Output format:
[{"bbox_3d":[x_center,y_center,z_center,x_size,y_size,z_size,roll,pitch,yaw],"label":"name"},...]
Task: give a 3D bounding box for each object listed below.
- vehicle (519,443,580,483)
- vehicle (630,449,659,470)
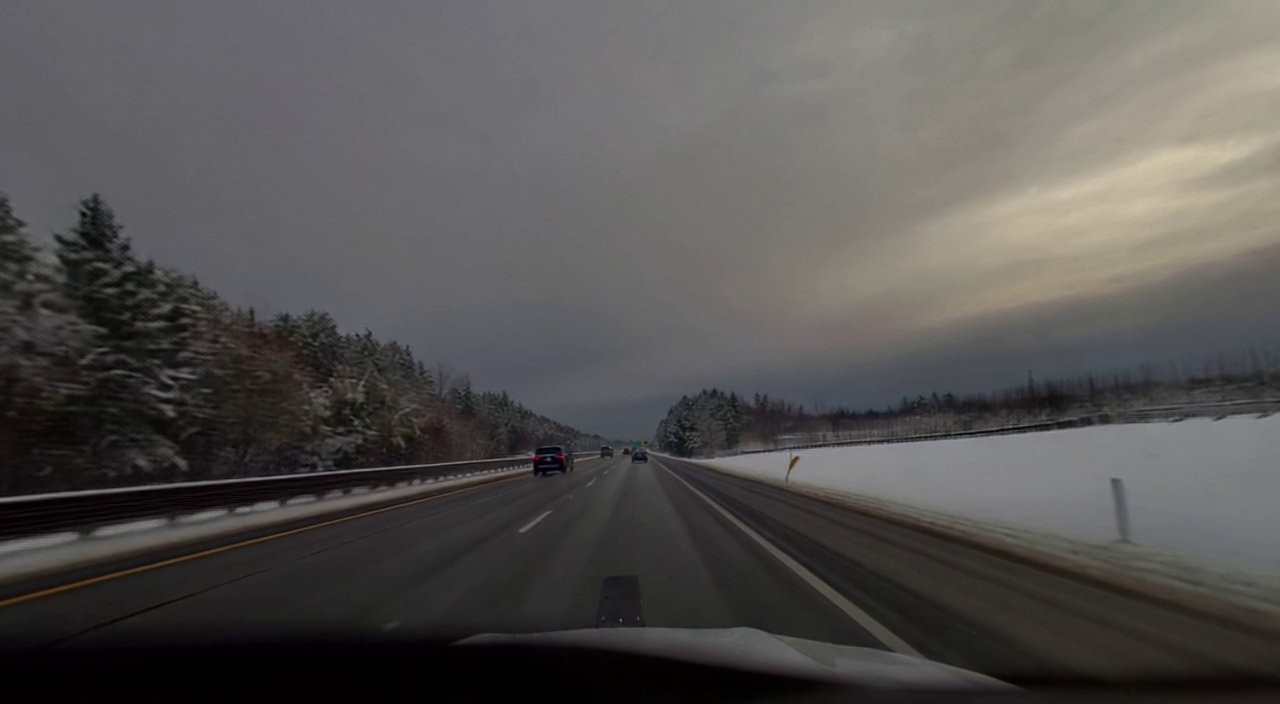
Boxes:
[{"bbox_3d":[-4.014,5.011,28.726,2.100,1.667,4.223,0,-9,1],"label":"vehicle"},{"bbox_3d":[0.282,7.831,46.130,2.046,1.452,4.407,0,-9,0],"label":"vehicle"}]
